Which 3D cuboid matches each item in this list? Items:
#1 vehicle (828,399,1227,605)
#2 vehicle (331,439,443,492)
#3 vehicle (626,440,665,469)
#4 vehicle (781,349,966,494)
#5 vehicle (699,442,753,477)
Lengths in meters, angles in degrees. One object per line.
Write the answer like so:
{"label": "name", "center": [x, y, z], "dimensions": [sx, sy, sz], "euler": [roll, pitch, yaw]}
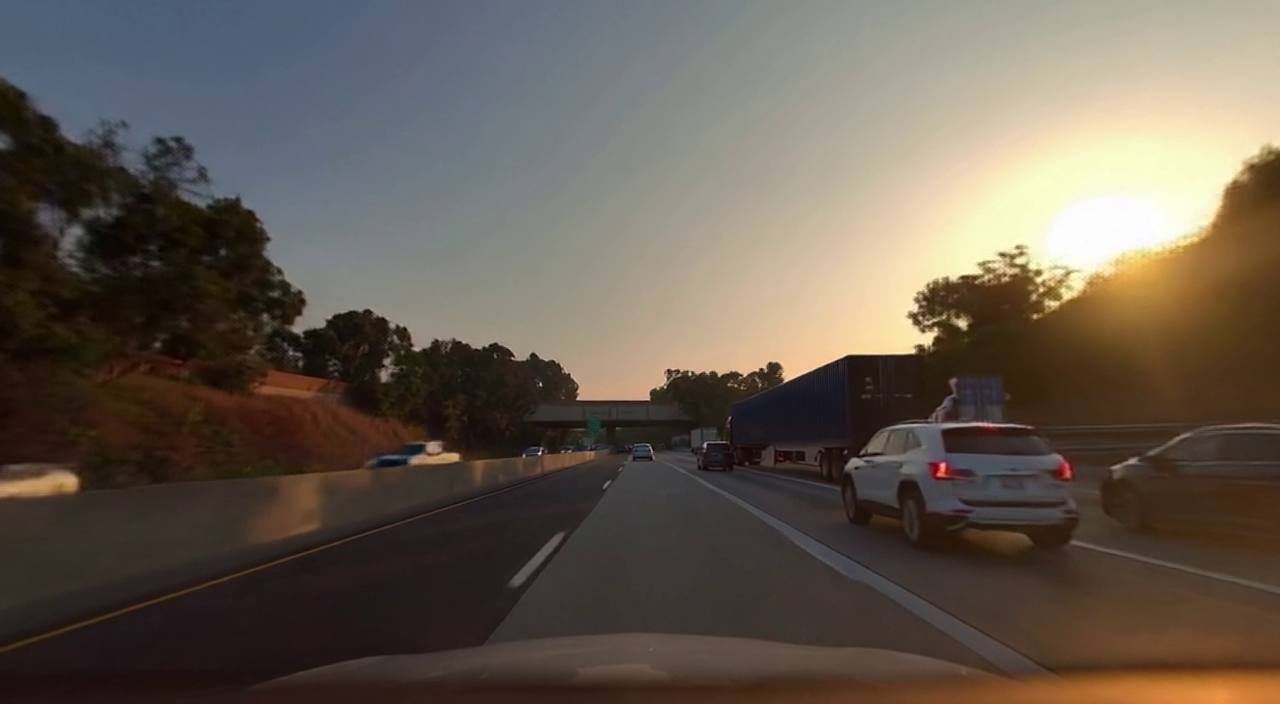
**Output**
{"label": "vehicle", "center": [3.849, 1.540, 7.347], "dimensions": [1.972, 1.693, 4.139], "euler": [0, -8, -1]}
{"label": "vehicle", "center": [-9.556, 4.286, 24.229], "dimensions": [2.273, 1.821, 4.811], "euler": [0, -8, 1]}
{"label": "vehicle", "center": [0.357, 6.482, 40.084], "dimensions": [2.313, 1.736, 4.215], "euler": [0, -8, 1]}
{"label": "vehicle", "center": [7.491, 2.573, 22.033], "dimensions": [2.784, 4.002, 9.298], "euler": [0, -8, 0]}
{"label": "vehicle", "center": [3.938, 5.006, 29.550], "dimensions": [1.888, 1.501, 4.608], "euler": [0, -8, 0]}
